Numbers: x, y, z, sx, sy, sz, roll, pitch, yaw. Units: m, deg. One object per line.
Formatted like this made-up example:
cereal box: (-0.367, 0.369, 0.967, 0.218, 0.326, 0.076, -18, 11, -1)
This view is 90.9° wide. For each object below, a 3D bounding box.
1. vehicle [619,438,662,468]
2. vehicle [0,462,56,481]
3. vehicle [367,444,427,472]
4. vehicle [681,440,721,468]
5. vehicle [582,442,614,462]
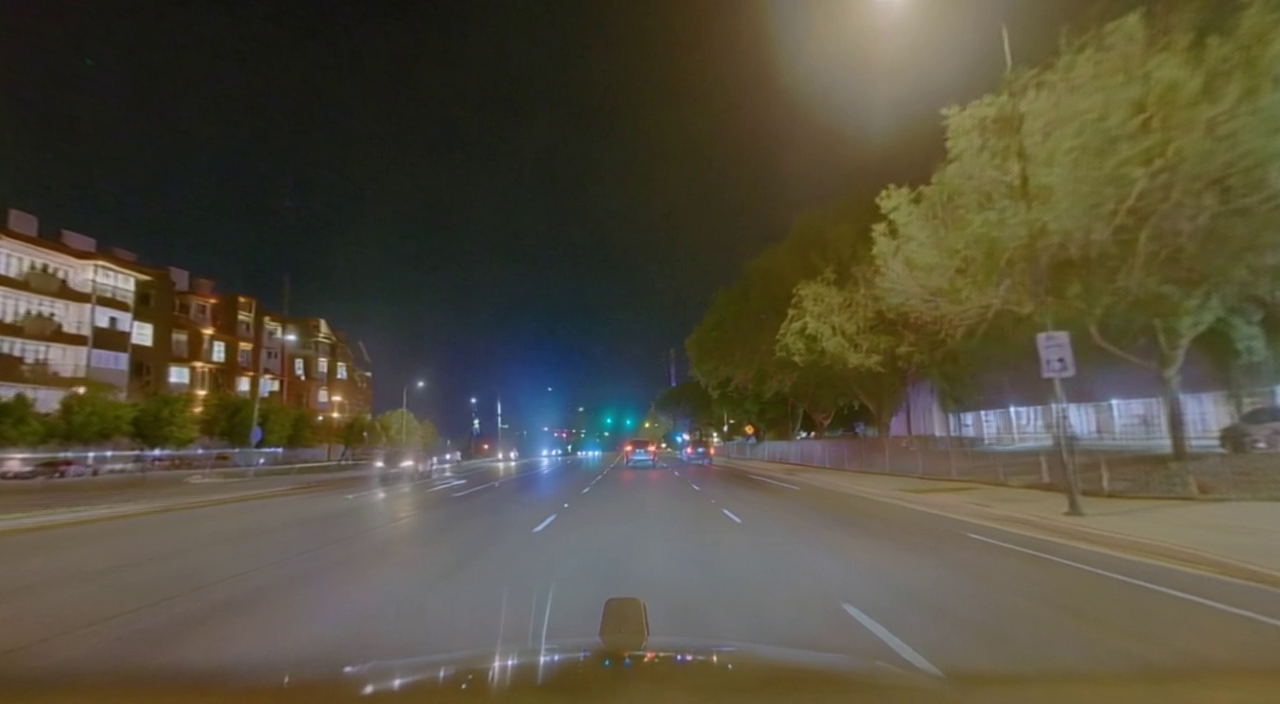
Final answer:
vehicle: (0.107, 5.979, 37.615, 2.000, 1.671, 4.276, -1, -8, 8)
vehicle: (-49.376, 9.475, 49.933, 4.209, 1.429, 1.872, 0, -8, -3)
vehicle: (-14.544, 6.350, 37.999, 1.868, 1.528, 4.317, 0, -8, 0)
vehicle: (3.543, 5.798, 35.885, 1.974, 1.490, 4.231, -2, -9, 9)
vehicle: (-3.272, 7.847, 49.630, 2.189, 1.441, 4.350, 0, -8, 0)
